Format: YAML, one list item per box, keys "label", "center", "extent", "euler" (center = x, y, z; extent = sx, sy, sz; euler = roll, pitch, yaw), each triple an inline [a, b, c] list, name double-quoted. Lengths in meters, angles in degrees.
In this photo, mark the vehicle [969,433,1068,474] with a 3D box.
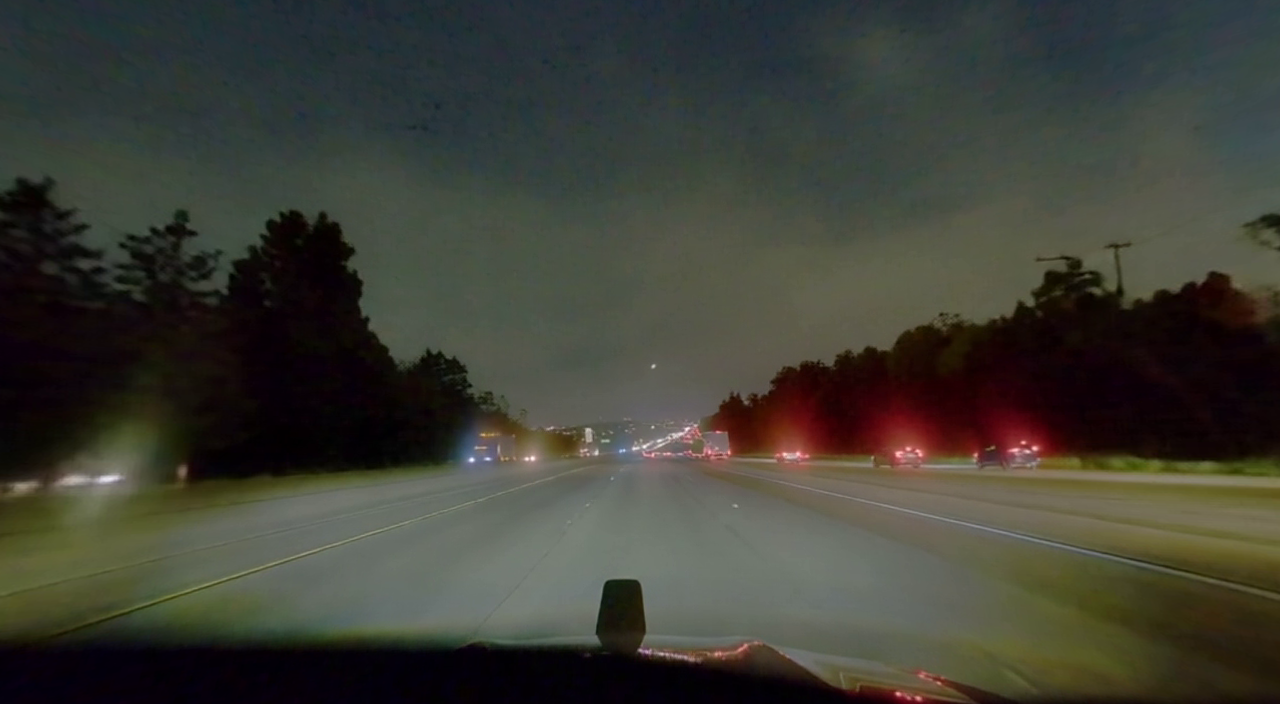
- label: "vehicle"
  center: [18.088, 4.889, 30.341]
  extent: [2.038, 1.823, 3.744]
  euler: [1, -9, -8]
